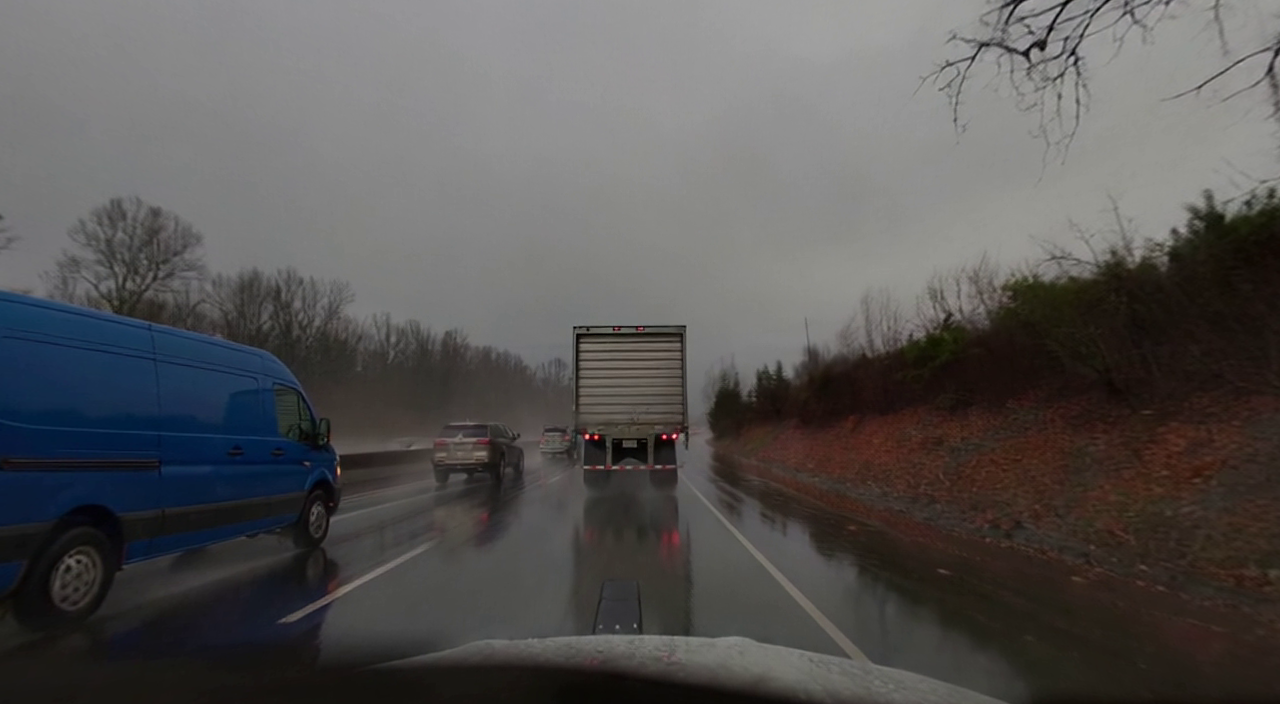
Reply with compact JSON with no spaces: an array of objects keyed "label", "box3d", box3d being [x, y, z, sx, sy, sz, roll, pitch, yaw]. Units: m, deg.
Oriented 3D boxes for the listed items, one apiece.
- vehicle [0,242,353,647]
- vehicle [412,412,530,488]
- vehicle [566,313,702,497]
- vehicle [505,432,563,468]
[{"label":"vehicle","box3d":[-5.267,0.860,6.012,2.478,2.515,5.438,0,-8,-1]},{"label":"vehicle","box3d":[-4.885,2.916,19.095,2.168,1.985,4.952,0,-8,0]},{"label":"vehicle","box3d":[-0.221,1.805,18.864,2.953,4.041,10.072,0,-8,-1]},{"label":"vehicle","box3d":[-4.869,4.521,29.420,1.931,1.539,4.441,0,-8,0]}]
